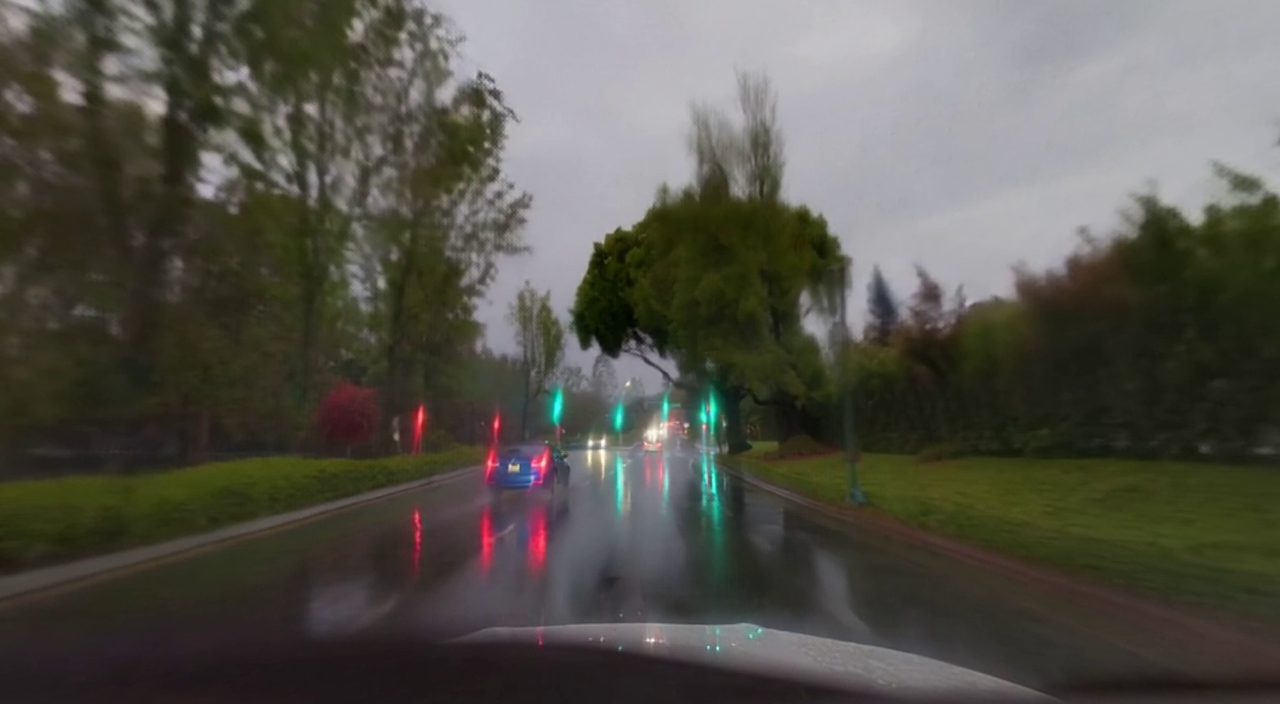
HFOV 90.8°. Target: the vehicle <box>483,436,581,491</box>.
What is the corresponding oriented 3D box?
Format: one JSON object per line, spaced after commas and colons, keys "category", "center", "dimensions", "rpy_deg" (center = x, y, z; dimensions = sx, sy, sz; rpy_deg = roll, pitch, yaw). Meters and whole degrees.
{"category": "vehicle", "center": [-3.205, 3.437, 19.779], "dimensions": [2.038, 1.486, 4.678], "rpy_deg": [-1, -9, 3]}
